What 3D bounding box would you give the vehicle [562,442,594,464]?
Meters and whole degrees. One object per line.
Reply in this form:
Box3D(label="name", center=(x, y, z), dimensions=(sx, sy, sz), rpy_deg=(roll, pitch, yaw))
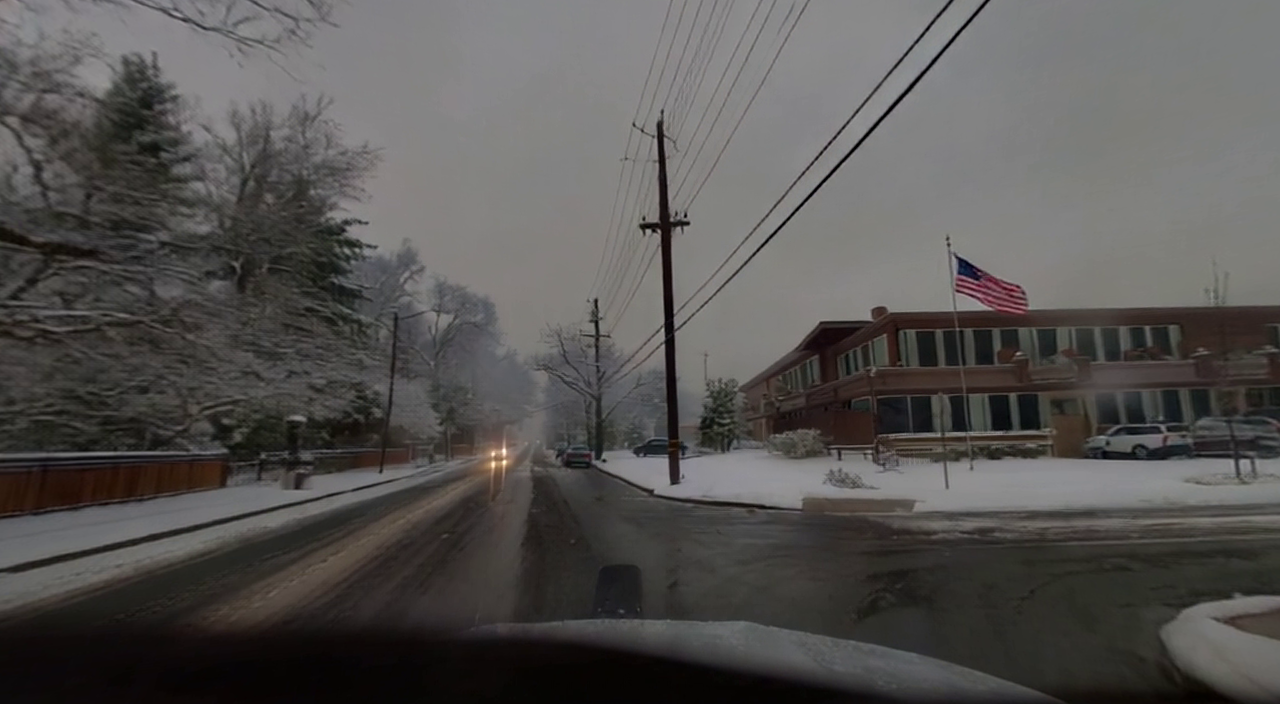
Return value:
Box3D(label="vehicle", center=(-4.488, 7.236, 45.246), dimensions=(1.941, 1.460, 4.206), rpy_deg=(1, -9, -10))
